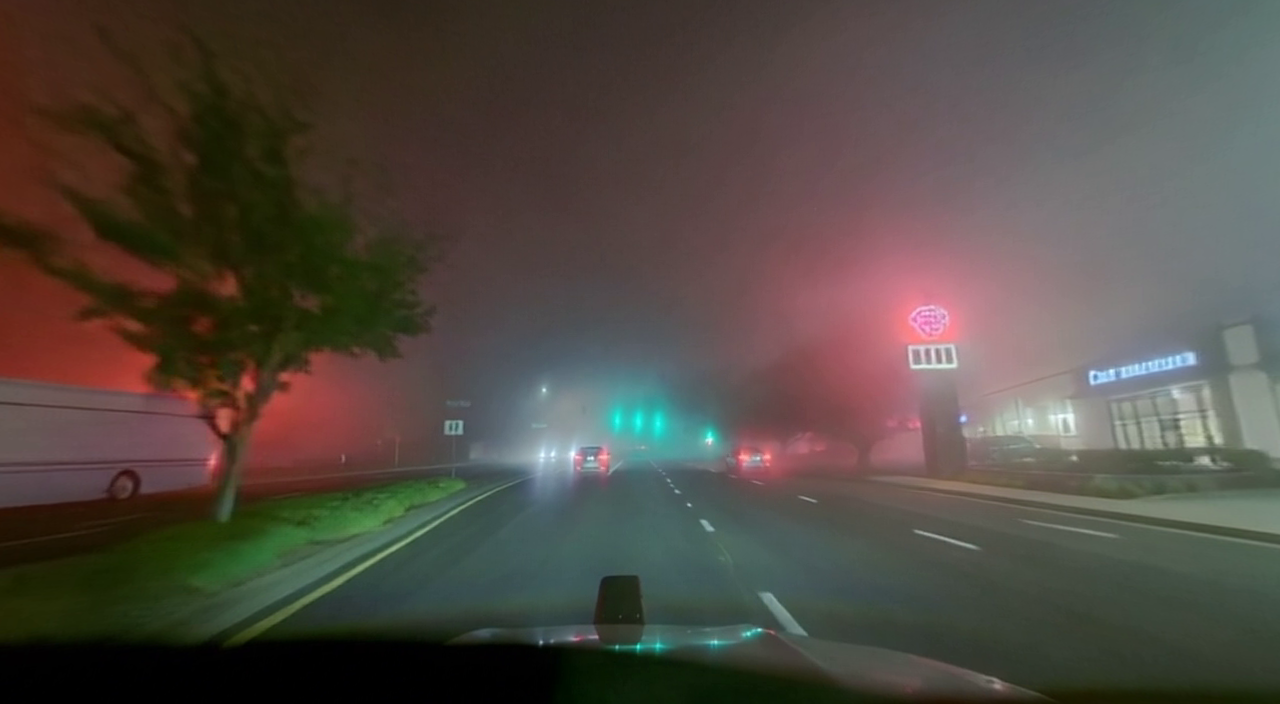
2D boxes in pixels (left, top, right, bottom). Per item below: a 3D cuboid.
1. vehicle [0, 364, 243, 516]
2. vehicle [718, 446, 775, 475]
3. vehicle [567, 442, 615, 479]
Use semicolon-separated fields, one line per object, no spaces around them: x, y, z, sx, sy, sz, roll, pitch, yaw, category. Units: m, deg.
-19.229;2.722;19.440;3.133;4.167;16.699;-1;-8;0;vehicle
5.810;5.941;34.987;2.075;1.475;4.571;0;-8;-4;vehicle
-2.254;5.002;29.471;2.072;1.545;4.578;0;-8;-4;vehicle
